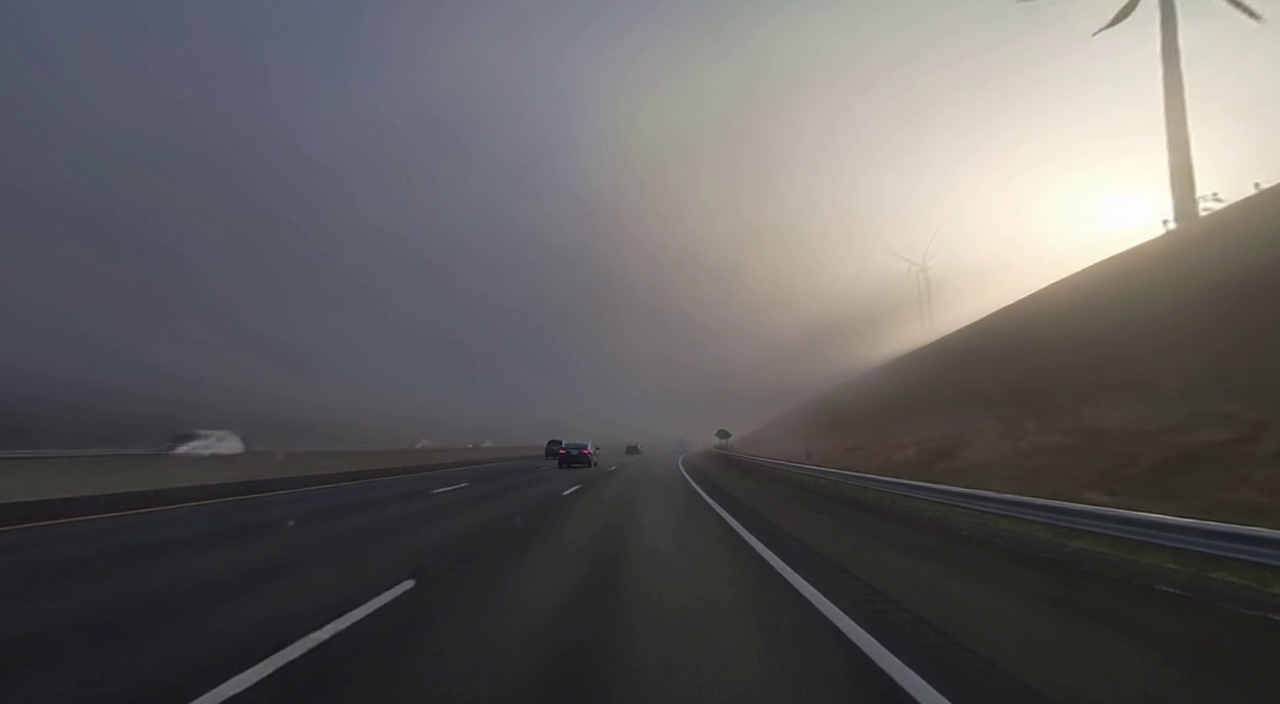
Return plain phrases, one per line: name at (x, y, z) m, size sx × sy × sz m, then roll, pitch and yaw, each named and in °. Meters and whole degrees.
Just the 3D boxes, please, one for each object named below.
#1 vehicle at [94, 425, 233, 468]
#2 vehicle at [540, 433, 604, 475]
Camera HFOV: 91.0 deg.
vehicle at (-21.015, 4.227, 28.154) m, size 2.076 × 1.708 × 5.159 m, roll 0°, pitch -9°, yaw 1°
vehicle at (-2.877, 4.464, 27.799) m, size 2.118 × 1.702 × 4.355 m, roll 0°, pitch -9°, yaw 3°
